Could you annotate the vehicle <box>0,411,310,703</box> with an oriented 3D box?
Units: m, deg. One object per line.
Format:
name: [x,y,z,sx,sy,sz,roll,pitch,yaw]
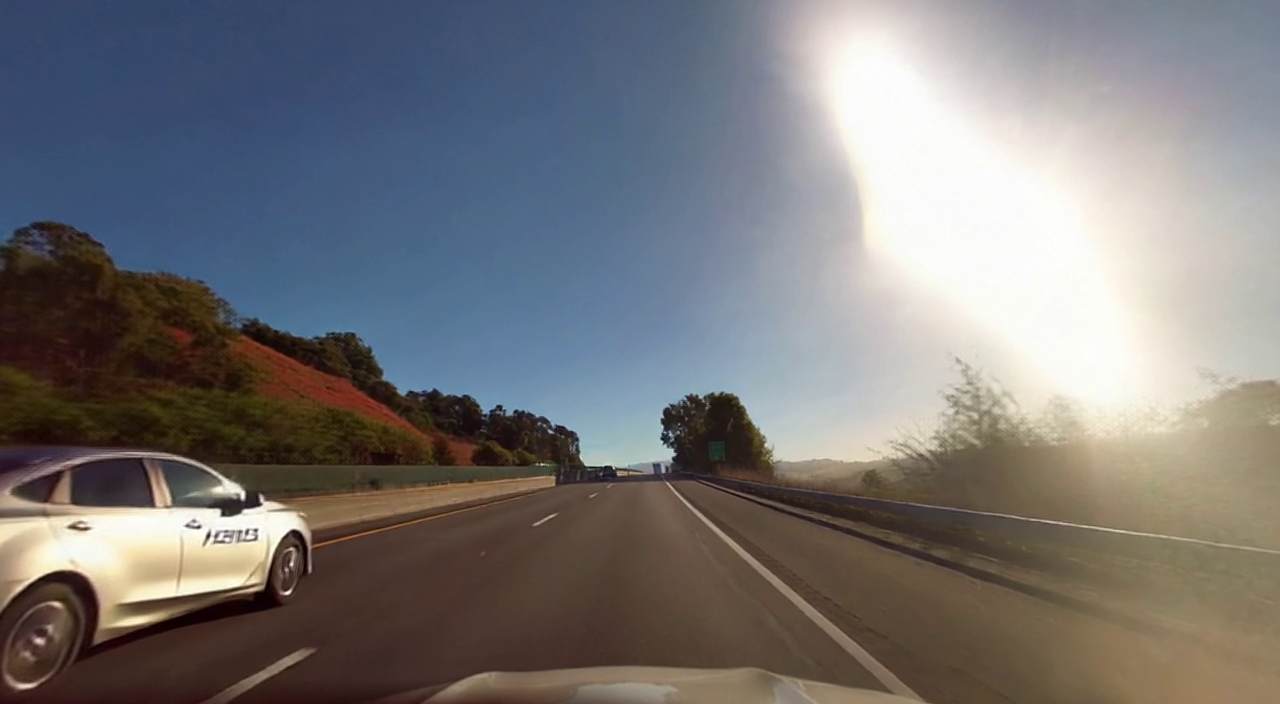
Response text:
vehicle: [-4.113,1.071,3.197,2.135,1.506,5.041,1,-10,0]
